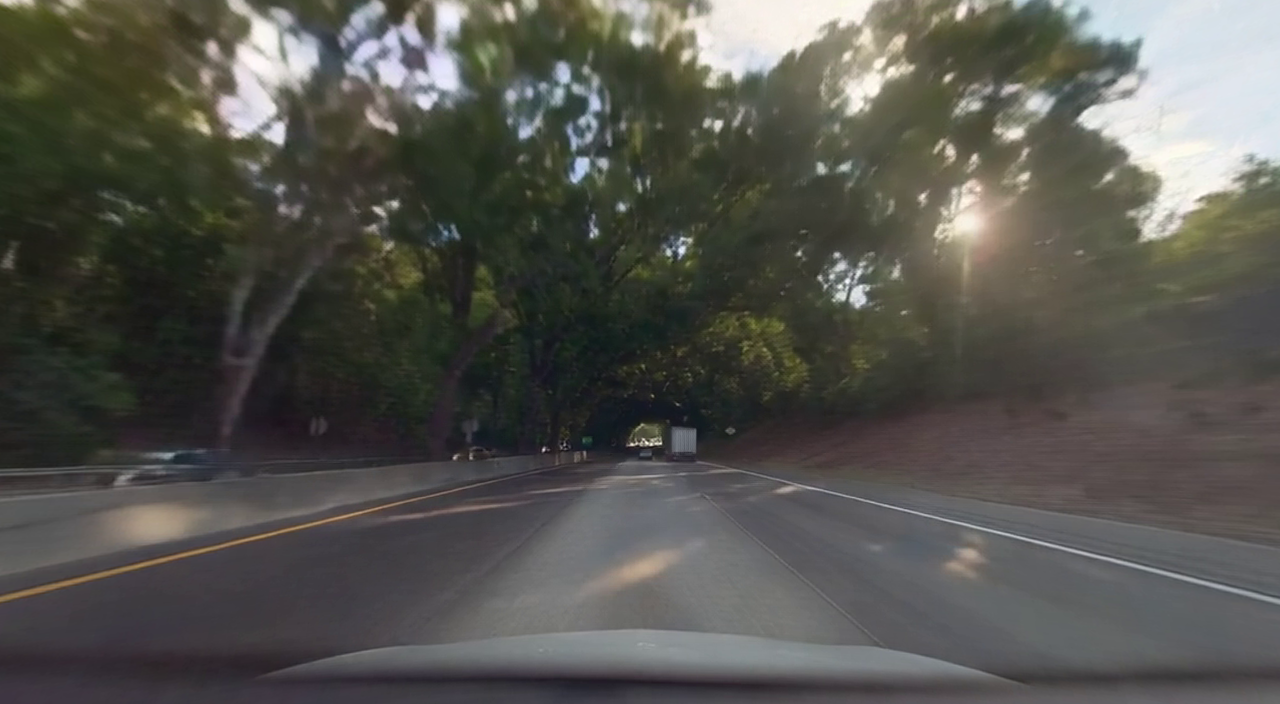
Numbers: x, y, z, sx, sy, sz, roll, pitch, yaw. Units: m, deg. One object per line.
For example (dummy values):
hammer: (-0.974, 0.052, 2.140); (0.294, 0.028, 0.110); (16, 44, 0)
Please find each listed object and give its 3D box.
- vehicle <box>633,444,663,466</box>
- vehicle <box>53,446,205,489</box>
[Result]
vehicle: (0.564, 7.396, 45.329); (2.023, 1.434, 4.236); (0, -9, 1)
vehicle: (-18.876, 4.274, 23.597); (2.001, 1.450, 4.330); (0, -9, 1)
